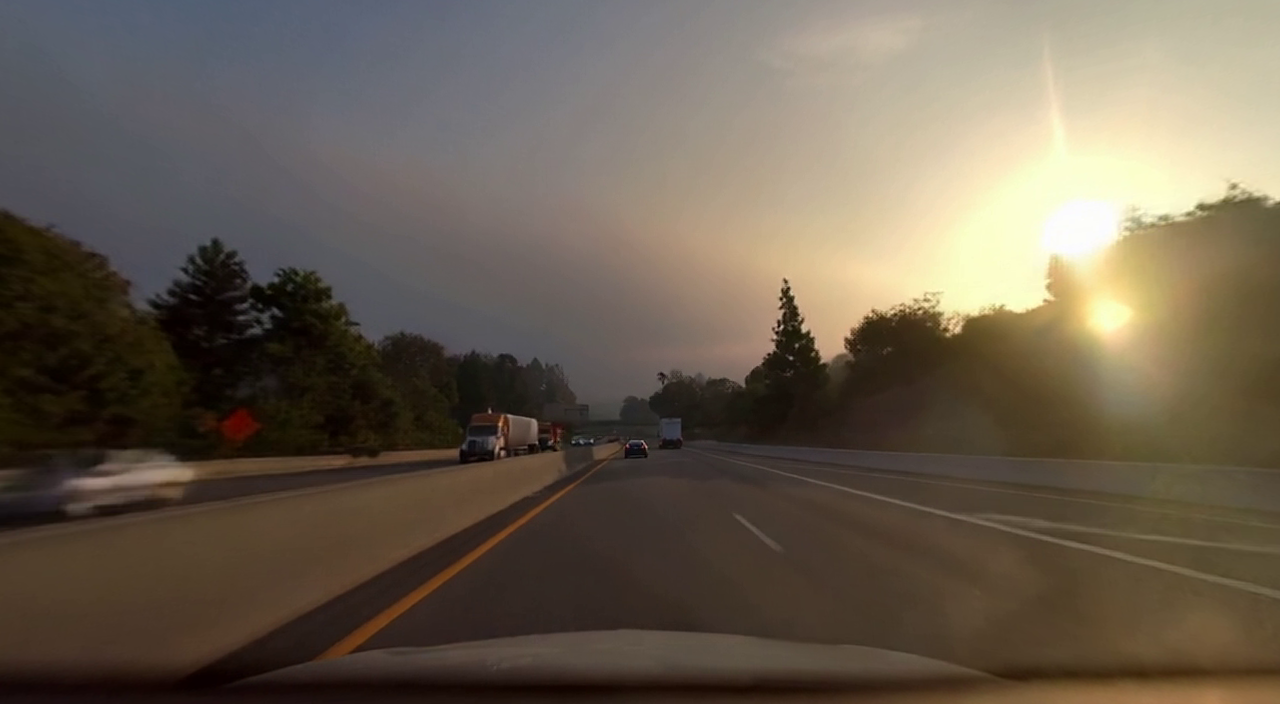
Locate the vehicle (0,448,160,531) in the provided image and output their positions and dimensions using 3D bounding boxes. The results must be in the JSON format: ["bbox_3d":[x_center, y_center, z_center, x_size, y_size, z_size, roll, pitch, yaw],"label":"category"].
[{"bbox_3d":[-12.803,2.812,13.339,1.877,1.490,4.134,0,-8,0],"label":"vehicle"}]

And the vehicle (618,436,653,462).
[{"bbox_3d":[-0.327,5.817,37.895,2.004,1.472,4.075,0,-8,-1],"label":"vehicle"}]

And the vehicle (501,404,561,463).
[{"bbox_3d":[-8.439,6.550,49.920,3.129,4.014,10.246,-4,-8,-2],"label":"vehicle"}]
